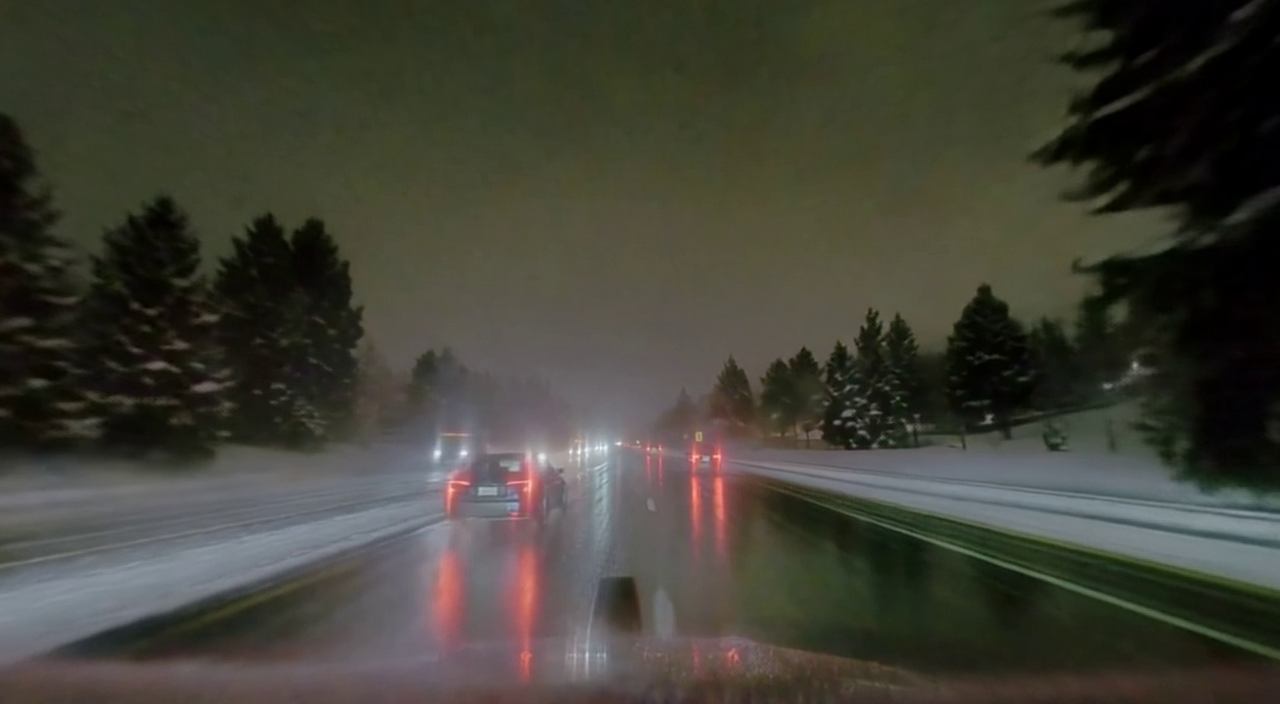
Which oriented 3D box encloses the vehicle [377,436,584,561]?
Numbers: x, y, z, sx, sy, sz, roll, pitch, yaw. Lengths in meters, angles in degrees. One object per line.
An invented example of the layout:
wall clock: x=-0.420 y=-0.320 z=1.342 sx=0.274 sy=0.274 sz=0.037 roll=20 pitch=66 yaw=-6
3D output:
vehicle: x=-2.103 y=2.084 z=9.656 sx=2.013 sy=1.479 sz=4.169 roll=0 pitch=-9 yaw=1

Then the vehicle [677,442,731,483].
vehicle: x=2.633 y=4.650 z=26.594 sx=1.910 sy=1.554 sz=3.718 roll=0 pitch=-9 yaw=1
